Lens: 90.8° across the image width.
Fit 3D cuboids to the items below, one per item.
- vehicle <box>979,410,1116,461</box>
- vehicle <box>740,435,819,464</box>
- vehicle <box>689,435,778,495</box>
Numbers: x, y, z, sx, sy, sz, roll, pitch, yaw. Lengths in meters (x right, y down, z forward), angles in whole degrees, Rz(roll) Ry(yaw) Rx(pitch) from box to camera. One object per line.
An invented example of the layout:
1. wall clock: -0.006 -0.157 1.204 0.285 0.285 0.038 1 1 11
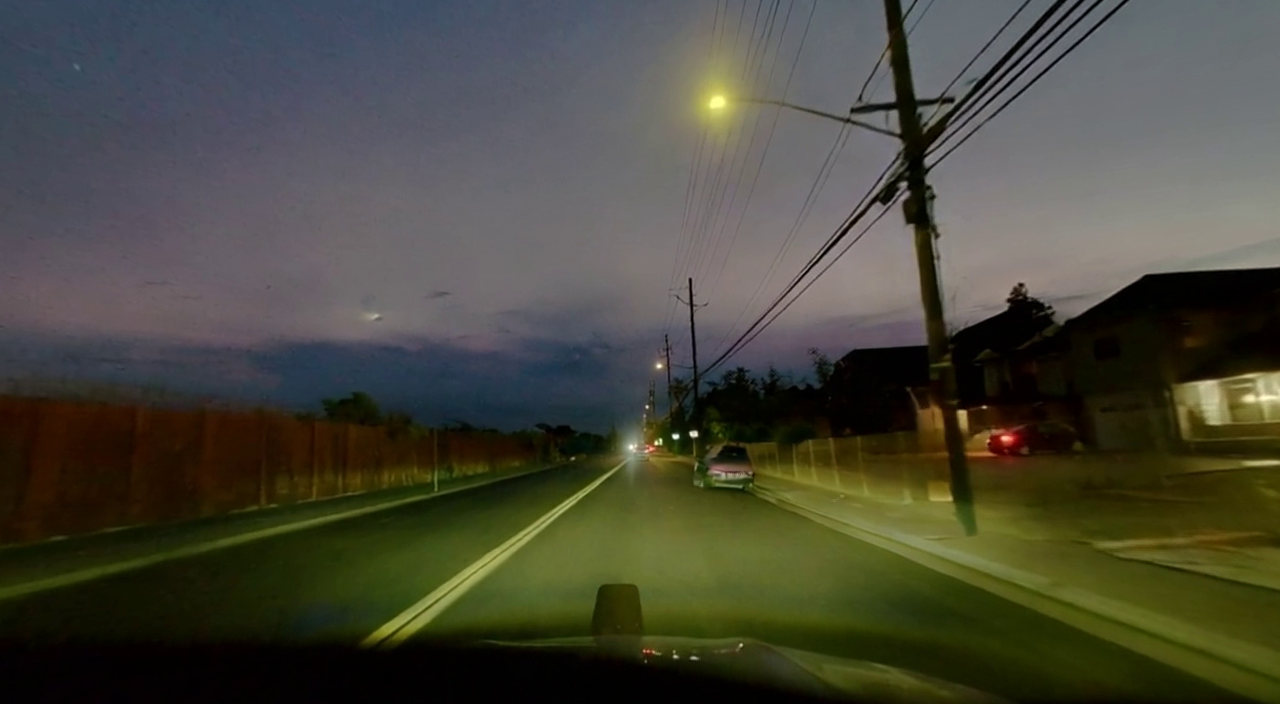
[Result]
1. vehicle: 18.102 3.753 28.273 4.457 1.780 2.170 -5 -9 0
2. vehicle: 8.927 6.281 40.781 4.585 1.823 1.991 0 -9 1
3. vehicle: 2.891 3.635 20.612 2.108 1.710 4.499 0 -9 -1
